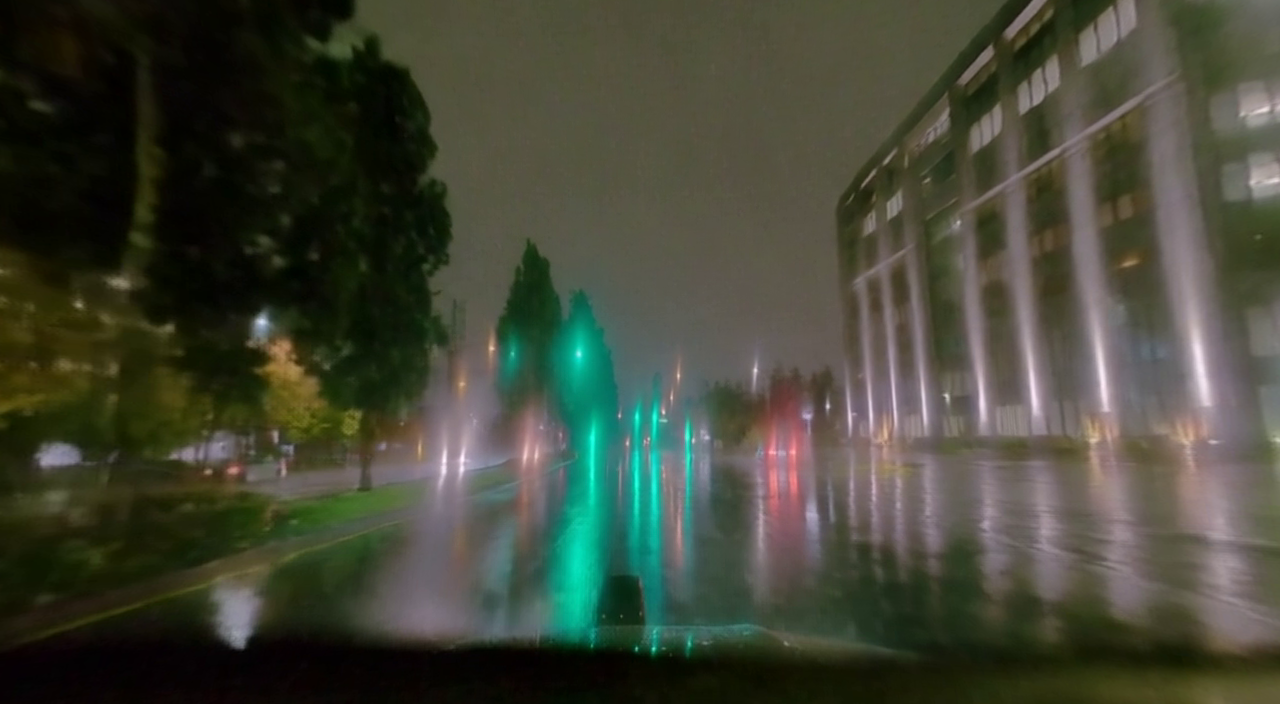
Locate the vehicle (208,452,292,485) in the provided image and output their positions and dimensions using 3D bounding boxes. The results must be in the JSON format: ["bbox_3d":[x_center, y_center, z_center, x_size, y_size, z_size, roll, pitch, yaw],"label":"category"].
[{"bbox_3d":[-22.271,6.656,36.325,1.990,1.650,4.617,-1,-8,-1],"label":"vehicle"}]
